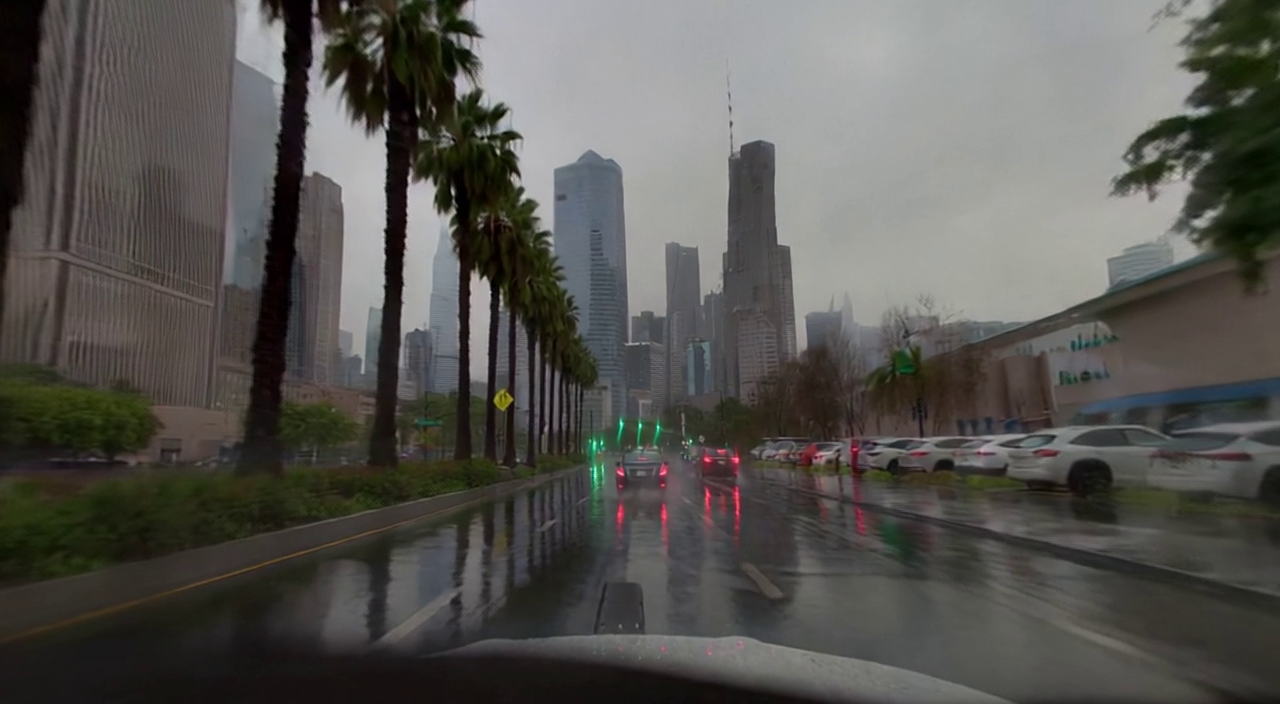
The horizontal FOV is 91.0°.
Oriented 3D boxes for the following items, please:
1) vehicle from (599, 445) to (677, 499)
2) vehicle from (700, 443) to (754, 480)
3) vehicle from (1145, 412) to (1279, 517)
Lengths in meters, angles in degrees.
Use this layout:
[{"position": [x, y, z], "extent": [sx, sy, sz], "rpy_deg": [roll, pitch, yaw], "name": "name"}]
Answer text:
[{"position": [-0.030, 3.773, 20.171], "extent": [2.235, 1.528, 3.876], "rpy_deg": [0, -8, 1], "name": "vehicle"}, {"position": [4.460, 5.688, 33.119], "extent": [2.136, 1.774, 4.778], "rpy_deg": [0, -8, 0], "name": "vehicle"}, {"position": [12.950, 2.096, 11.997], "extent": [4.696, 1.776, 2.253], "rpy_deg": [0, -8, -2], "name": "vehicle"}]
